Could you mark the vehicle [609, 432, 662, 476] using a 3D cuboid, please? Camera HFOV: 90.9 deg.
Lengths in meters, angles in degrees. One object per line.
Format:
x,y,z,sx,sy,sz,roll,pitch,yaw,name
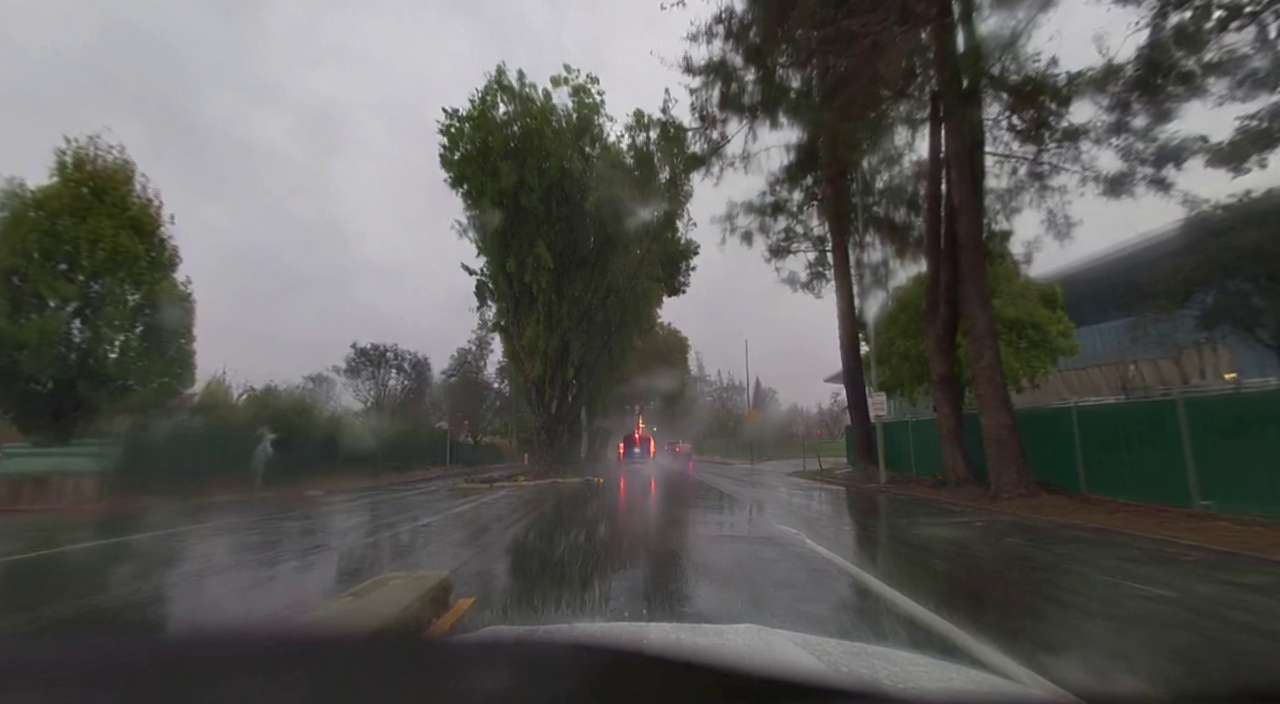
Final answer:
-0.215,4.942,30.679,2.386,1.947,4.168,0,-9,-1,vehicle
